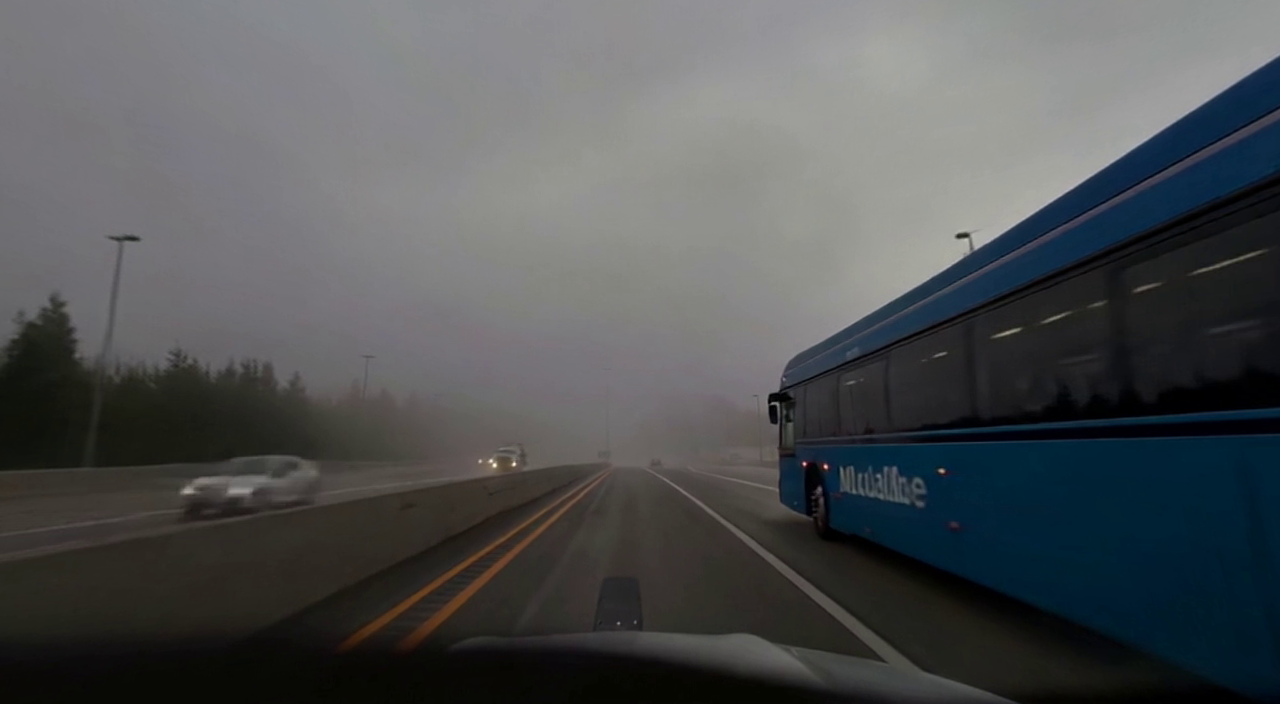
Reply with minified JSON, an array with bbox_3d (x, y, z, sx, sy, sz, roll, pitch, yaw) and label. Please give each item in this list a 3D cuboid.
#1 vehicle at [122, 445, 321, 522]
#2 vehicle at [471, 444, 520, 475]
[{"bbox_3d":[-9.197,2.874,14.249,1.868,1.477,3.860,0,-8,-1],"label":"vehicle"},{"bbox_3d":[-9.246,6.894,40.489,2.033,1.845,4.537,0,-8,0],"label":"vehicle"}]
